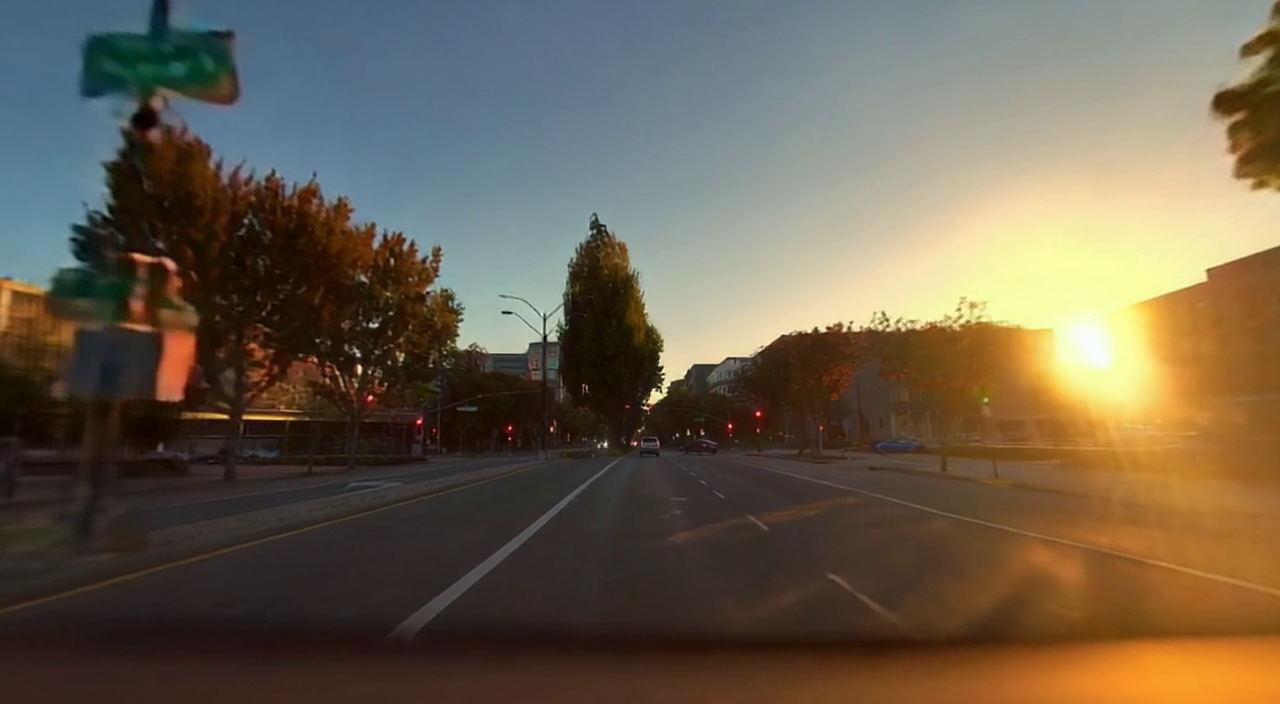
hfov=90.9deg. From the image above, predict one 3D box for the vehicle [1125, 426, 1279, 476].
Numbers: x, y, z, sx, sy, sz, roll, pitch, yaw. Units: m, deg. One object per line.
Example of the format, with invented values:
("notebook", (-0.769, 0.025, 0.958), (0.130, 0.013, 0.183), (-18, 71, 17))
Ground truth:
("vehicle", (19.158, 3.318, 21.402), (1.842, 1.495, 4.474), (-1, -8, 2))
